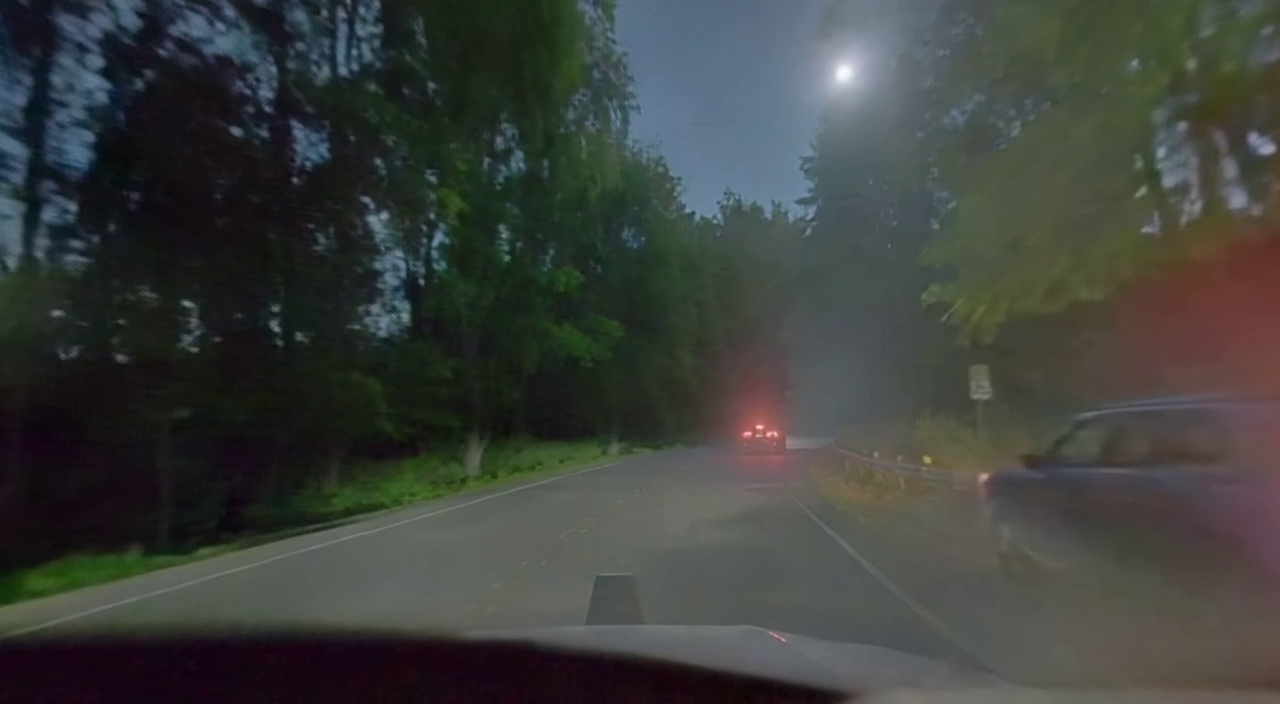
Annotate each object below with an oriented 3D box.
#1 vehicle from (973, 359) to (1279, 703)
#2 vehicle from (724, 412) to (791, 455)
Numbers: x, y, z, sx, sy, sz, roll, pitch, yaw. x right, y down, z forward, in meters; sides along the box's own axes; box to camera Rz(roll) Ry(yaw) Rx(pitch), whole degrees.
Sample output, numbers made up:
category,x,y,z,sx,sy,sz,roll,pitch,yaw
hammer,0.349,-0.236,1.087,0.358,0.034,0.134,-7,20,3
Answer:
category,x,y,z,sx,sy,sz,roll,pitch,yaw
vehicle,4.343,1.094,4.182,2.172,1.773,4.601,-1,-9,7
vehicle,6.049,4.192,31.917,2.469,1.953,5.605,-3,-9,19
